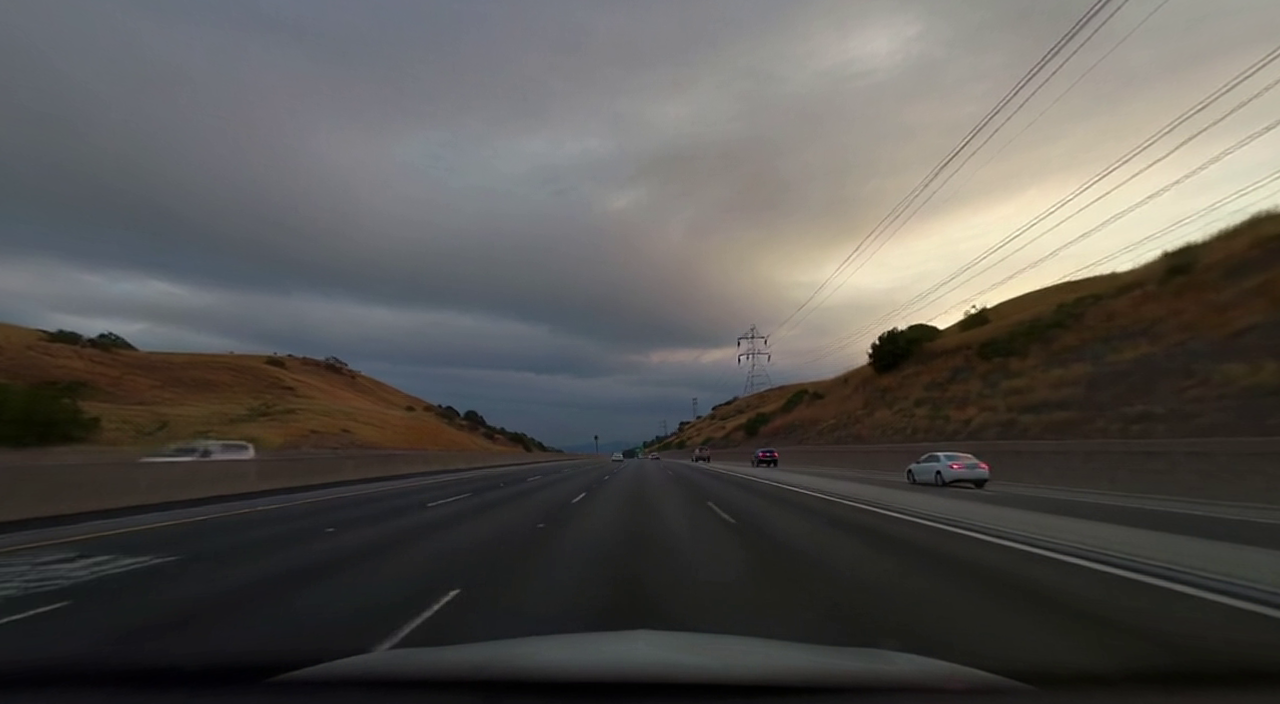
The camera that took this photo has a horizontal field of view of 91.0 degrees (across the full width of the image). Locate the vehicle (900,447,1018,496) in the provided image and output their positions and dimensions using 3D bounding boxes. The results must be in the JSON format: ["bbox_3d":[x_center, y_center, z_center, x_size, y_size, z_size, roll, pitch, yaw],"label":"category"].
[{"bbox_3d":[10.530,3.940,21.137,1.884,1.486,3.770,0,-9,-1],"label":"vehicle"}]

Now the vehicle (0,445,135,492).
[{"bbox_3d":[-21.800,4.293,23.698,1.851,1.579,4.447,0,-9,0],"label":"vehicle"}]

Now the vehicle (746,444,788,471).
[{"bbox_3d":[9.436,7.874,47.105,2.108,1.870,4.435,0,-9,-1],"label":"vehicle"}]
